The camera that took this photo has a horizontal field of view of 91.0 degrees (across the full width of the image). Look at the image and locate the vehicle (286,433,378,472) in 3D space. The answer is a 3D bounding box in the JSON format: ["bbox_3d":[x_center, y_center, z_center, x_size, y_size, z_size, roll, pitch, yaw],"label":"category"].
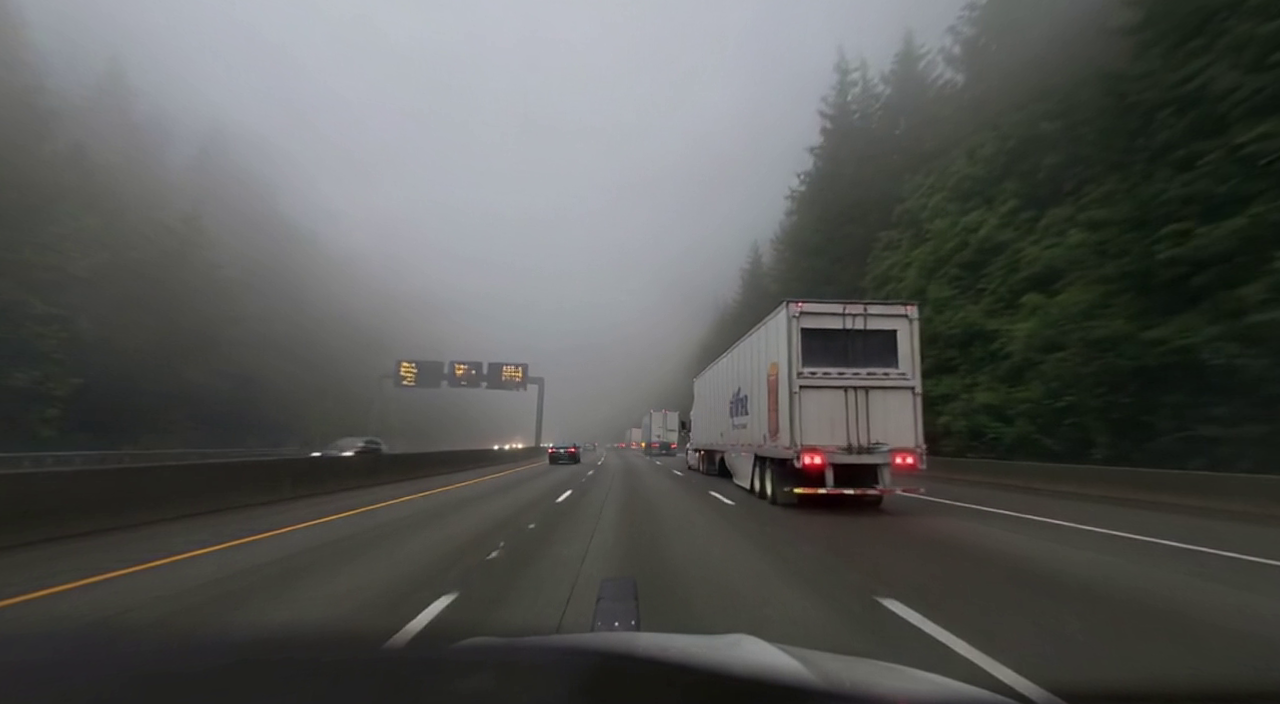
[{"bbox_3d":[-12.381,4.052,25.560,1.908,1.442,3.757,0,-8,-2],"label":"vehicle"}]

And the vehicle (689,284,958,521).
[{"bbox_3d":[3.605,1.740,17.273,2.948,4.045,13.051,0,-8,-2],"label":"vehicle"}]

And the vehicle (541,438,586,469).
[{"bbox_3d":[-4.352,5.809,36.293,2.206,1.644,4.027,0,-8,-2],"label":"vehicle"}]
